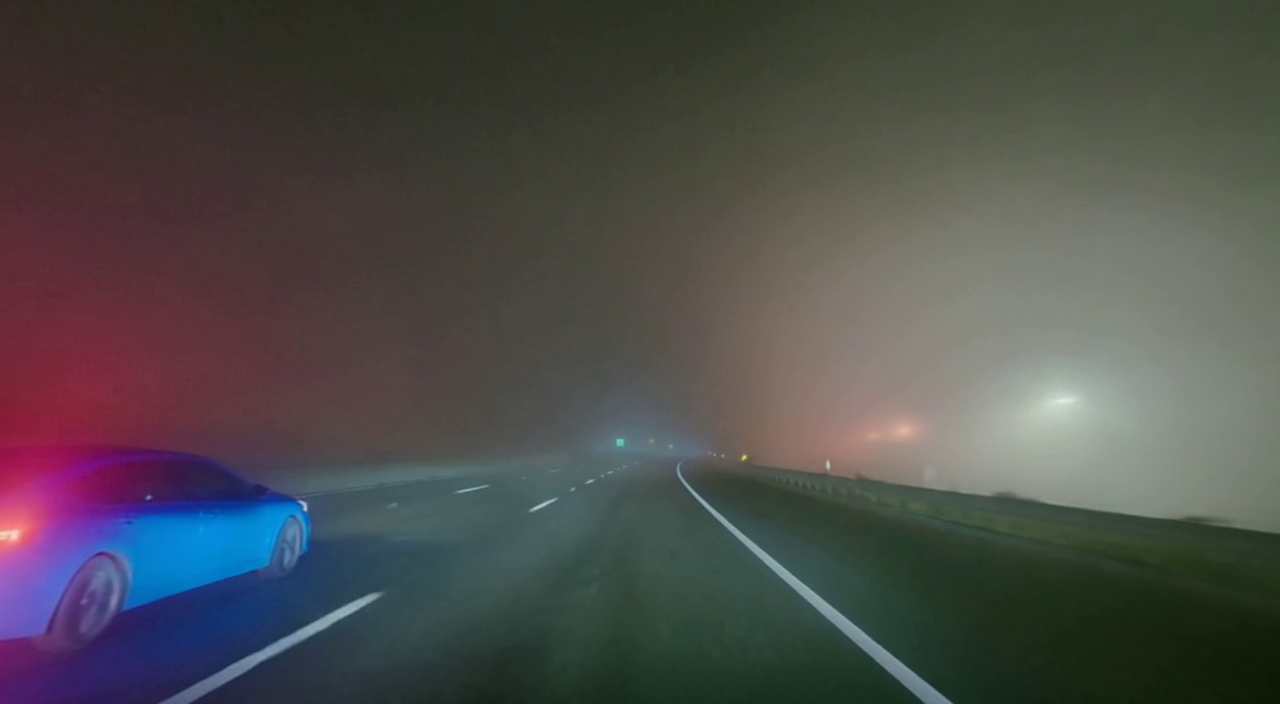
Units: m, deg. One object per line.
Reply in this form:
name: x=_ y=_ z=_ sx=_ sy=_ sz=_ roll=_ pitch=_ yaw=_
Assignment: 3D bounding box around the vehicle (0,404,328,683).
vehicle: x=-4.448 y=1.296 z=5.071 sx=1.928 sy=1.504 sz=3.745 roll=0 pitch=-9 yaw=0
